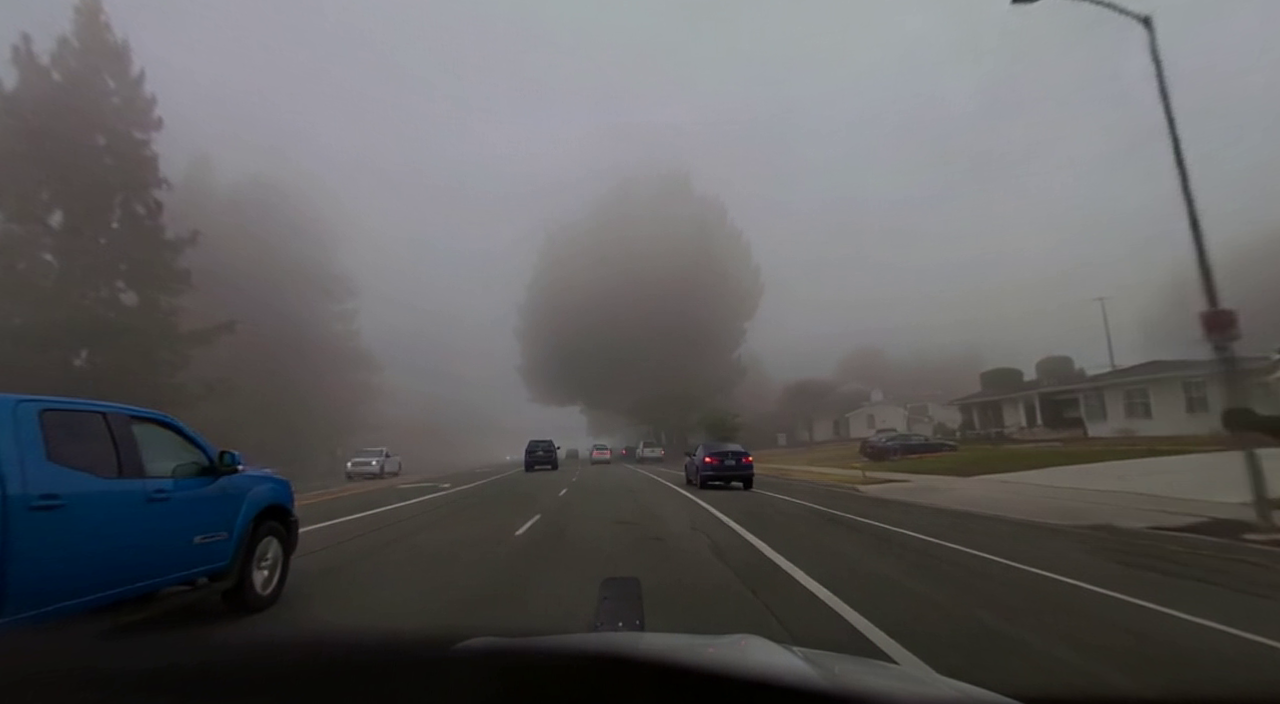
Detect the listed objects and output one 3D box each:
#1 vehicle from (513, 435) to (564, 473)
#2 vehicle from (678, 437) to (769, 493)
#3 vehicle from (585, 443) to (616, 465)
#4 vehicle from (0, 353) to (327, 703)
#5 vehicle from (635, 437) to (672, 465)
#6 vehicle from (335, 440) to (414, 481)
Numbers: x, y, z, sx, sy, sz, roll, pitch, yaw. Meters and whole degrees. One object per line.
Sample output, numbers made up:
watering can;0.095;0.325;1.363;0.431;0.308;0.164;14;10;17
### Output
vehicle;-5.228;5.335;33.178;2.218;1.829;4.492;0;-8;-3
vehicle;2.337;3.313;18.895;1.884;1.463;4.195;0;-8;-4
vehicle;-2.829;7.122;44.336;2.030;1.477;4.330;1;-8;-5
vehicle;-4.011;0.954;3.343;2.111;1.745;5.274;0;-8;-1
vehicle;0.873;6.852;43.933;2.099;1.845;4.363;1;-8;-6
vehicle;-13.528;5.532;32.542;2.206;1.939;4.859;0;-8;-3
